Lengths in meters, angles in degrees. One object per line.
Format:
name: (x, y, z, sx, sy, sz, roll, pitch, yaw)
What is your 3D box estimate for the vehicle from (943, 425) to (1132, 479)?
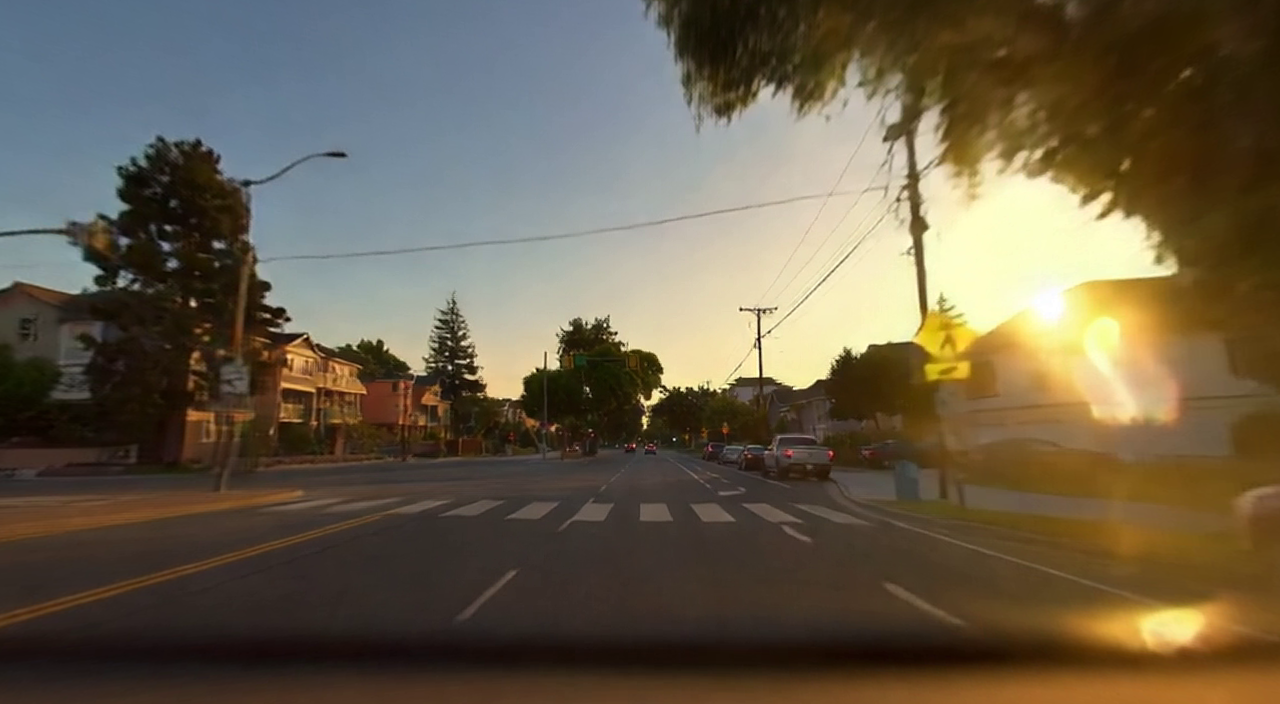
vehicle: (12.367, 3.159, 20.016, 4.585, 1.564, 2.078, -3, -9, 17)

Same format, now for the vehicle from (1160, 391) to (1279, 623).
vehicle: (5.944, 0.984, 3.469, 2.094, 1.766, 4.792, 0, -9, 1)

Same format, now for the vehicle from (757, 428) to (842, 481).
vehicle: (6.435, 4.211, 26.147, 2.293, 1.942, 5.004, 0, -9, 1)

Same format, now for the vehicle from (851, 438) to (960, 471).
vehicle: (12.330, 4.768, 29.425, 4.452, 1.459, 2.001, -4, -9, 23)
